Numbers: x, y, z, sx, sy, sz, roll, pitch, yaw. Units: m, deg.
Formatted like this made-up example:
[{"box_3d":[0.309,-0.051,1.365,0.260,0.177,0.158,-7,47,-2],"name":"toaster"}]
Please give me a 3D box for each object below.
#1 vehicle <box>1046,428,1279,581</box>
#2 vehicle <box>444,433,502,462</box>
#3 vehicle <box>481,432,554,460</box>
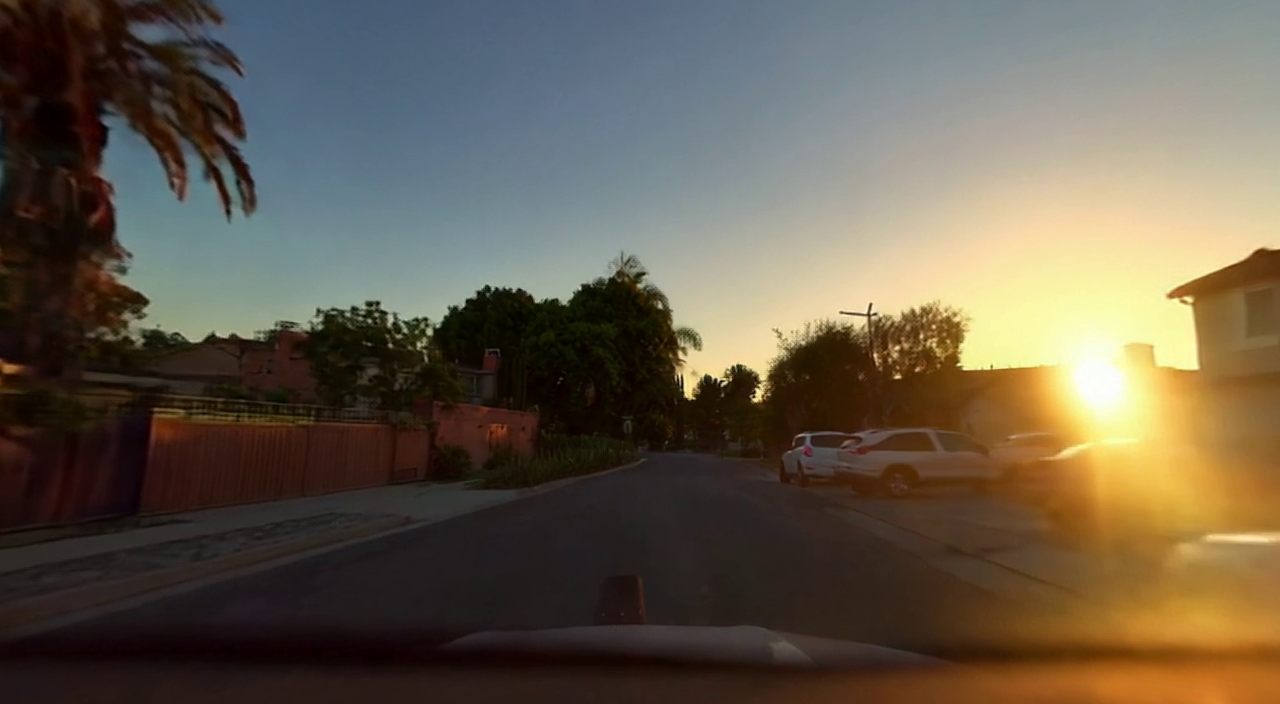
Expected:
[{"box_3d":[7.748,1.850,7.766,4.185,1.531,1.999,4,-7,2],"name":"vehicle"},{"box_3d":[-11.157,6.379,42.437,1.869,1.646,4.357,3,-7,12],"name":"vehicle"},{"box_3d":[-9.619,7.419,49.920,5.127,1.796,2.045,3,-7,6],"name":"vehicle"}]
